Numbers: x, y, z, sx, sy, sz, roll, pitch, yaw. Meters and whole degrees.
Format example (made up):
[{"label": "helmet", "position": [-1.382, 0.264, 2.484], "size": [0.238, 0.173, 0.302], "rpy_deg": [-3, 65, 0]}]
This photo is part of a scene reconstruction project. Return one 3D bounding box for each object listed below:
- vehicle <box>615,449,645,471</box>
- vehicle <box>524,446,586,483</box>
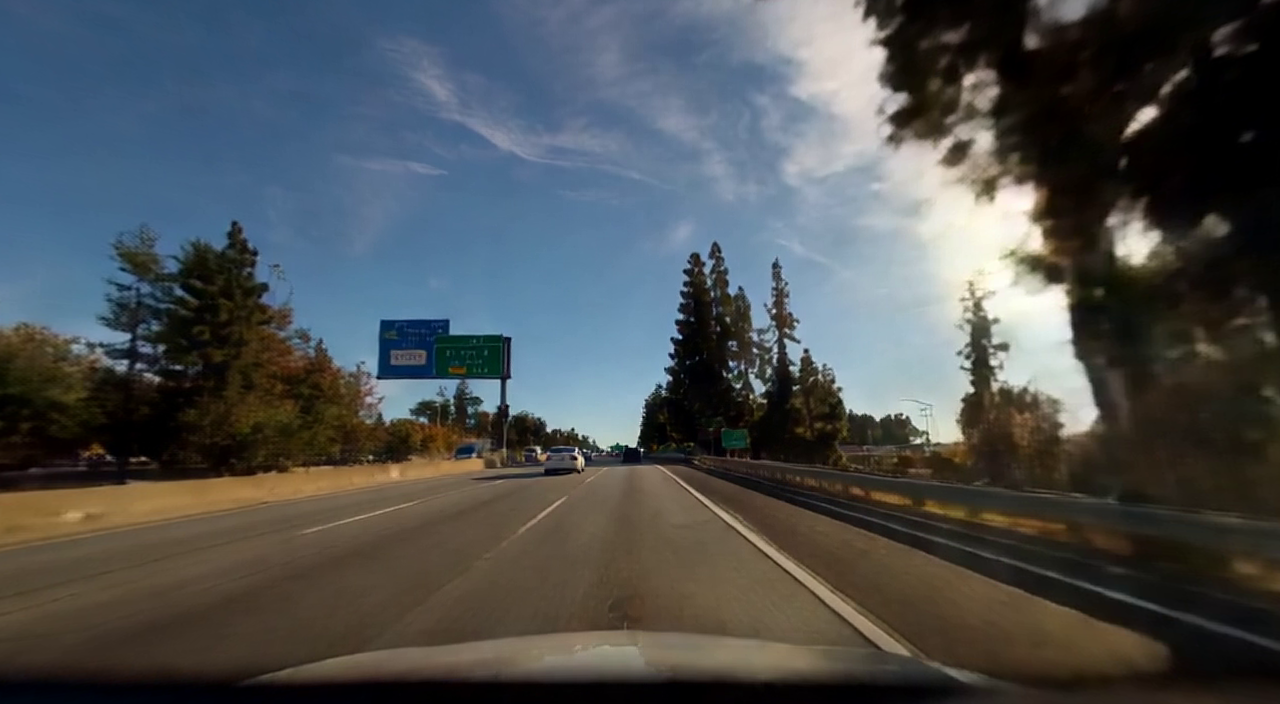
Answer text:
[{"label": "vehicle", "position": [-0.722, 7.683, 45.137], "size": [2.100, 1.471, 3.956], "rpy_deg": [0, -8, -1]}, {"label": "vehicle", "position": [-3.732, 5.041, 28.538], "size": [2.067, 1.509, 4.551], "rpy_deg": [0, -8, 1]}]
